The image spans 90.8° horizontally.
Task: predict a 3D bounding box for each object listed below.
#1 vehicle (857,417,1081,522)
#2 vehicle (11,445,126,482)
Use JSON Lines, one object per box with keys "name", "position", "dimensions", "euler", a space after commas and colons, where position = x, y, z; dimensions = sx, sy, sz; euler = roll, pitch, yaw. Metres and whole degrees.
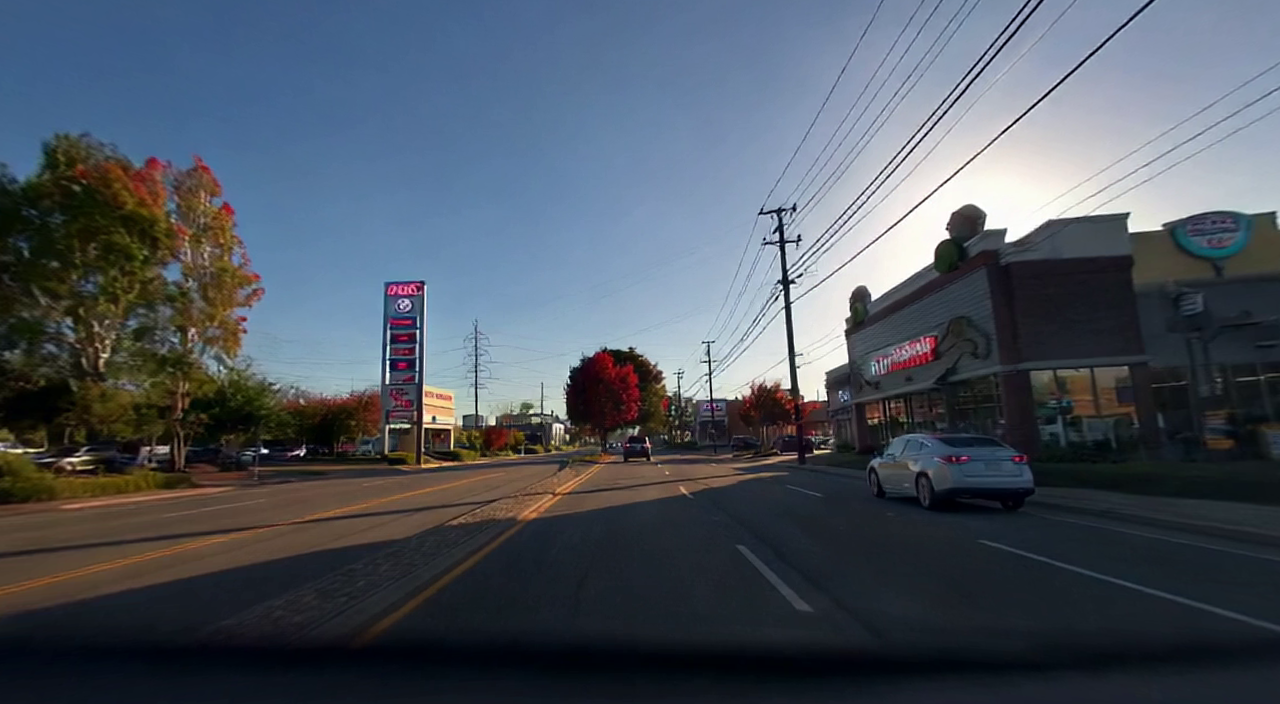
{"name": "vehicle", "position": [6.206, 2.262, 12.678], "dimensions": [1.995, 1.705, 4.434], "euler": [0, -8, -1]}
{"name": "vehicle", "position": [-30.824, 5.991, 34.341], "dimensions": [1.979, 1.855, 5.380], "euler": [1, -9, -11]}
